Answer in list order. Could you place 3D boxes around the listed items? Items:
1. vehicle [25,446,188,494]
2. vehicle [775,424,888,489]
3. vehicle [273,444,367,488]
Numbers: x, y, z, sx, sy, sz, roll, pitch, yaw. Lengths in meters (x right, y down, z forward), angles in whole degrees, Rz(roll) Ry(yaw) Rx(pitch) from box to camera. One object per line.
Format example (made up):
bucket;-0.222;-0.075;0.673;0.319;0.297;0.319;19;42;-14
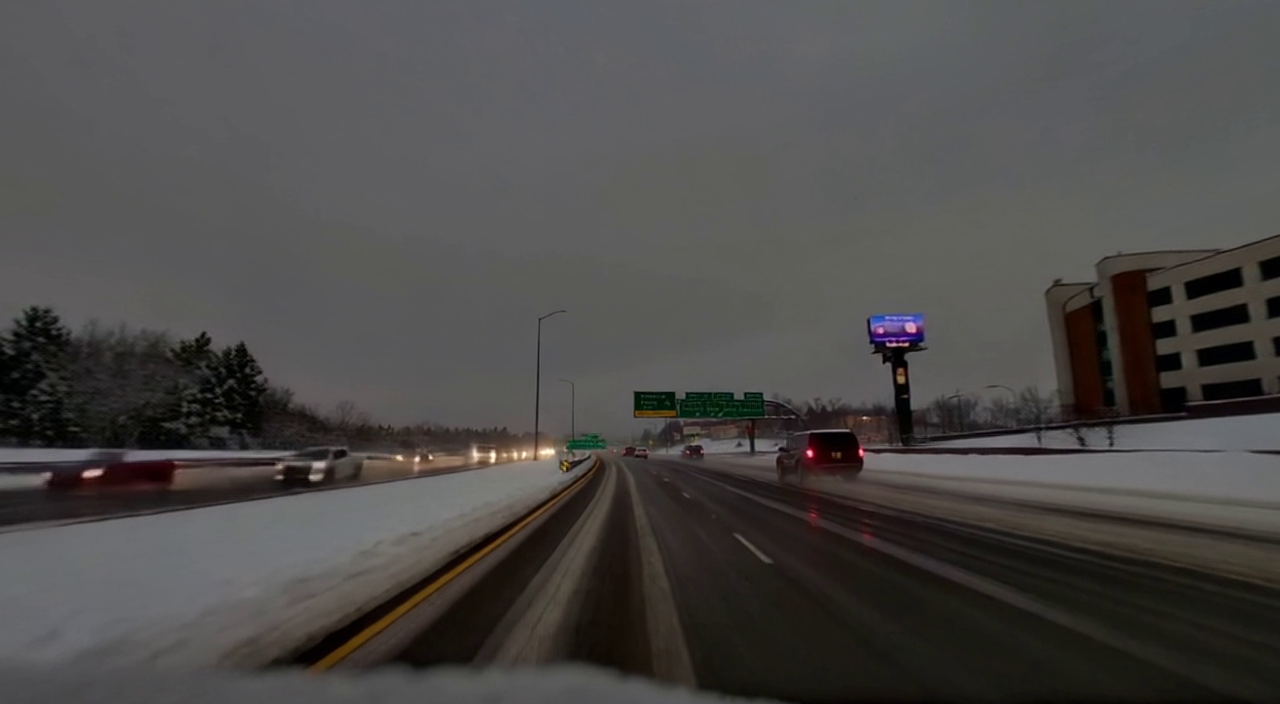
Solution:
vehicle;-20.512;4.530;24.677;2.089;1.643;4.979;0;-9;-1
vehicle;6.446;3.589;22.011;2.181;1.952;4.973;0;-9;-2
vehicle;-13.271;4.700;26.460;1.828;1.562;4.063;-2;-8;0
